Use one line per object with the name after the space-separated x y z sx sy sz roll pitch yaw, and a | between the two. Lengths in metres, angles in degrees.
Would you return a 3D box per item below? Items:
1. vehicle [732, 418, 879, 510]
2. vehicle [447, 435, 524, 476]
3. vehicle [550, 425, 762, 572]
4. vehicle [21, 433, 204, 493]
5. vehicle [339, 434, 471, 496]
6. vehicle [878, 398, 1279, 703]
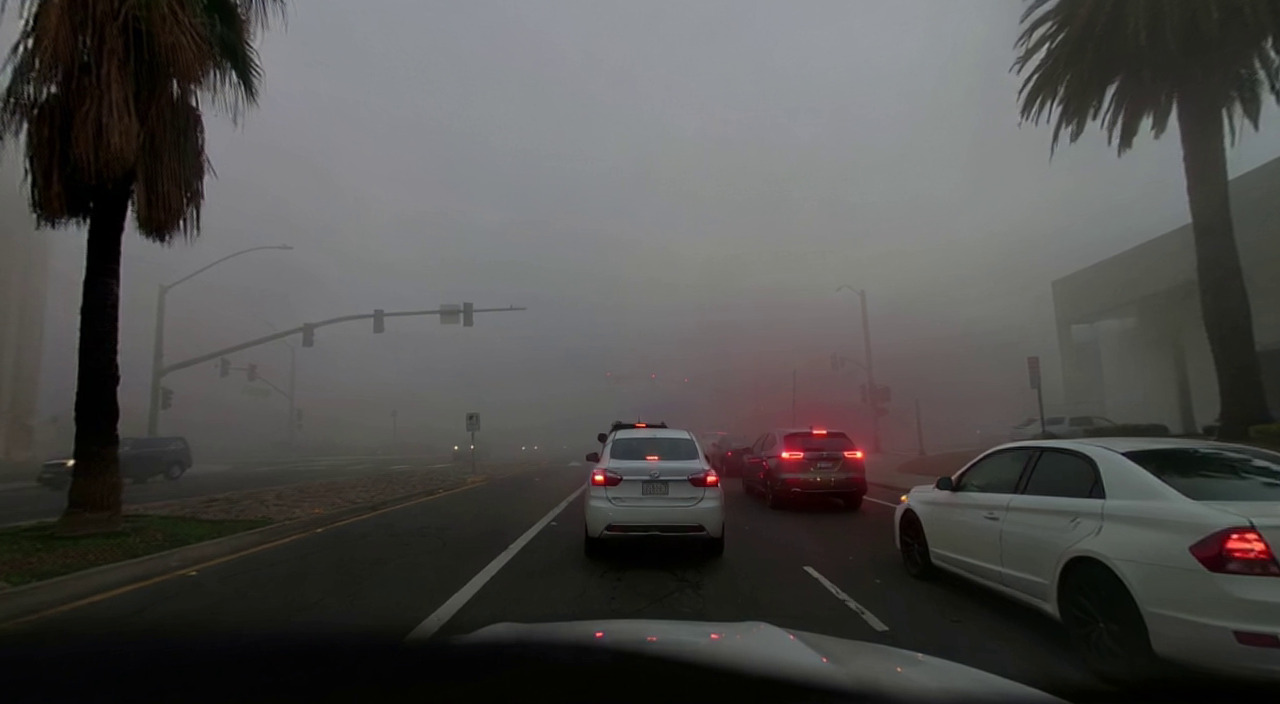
3.503 2.465 14.303 2.169 1.751 4.276 0 -8 0 | vehicle
-6.042 4.099 25.222 1.822 1.456 4.396 -1 -8 2 | vehicle
0.172 1.787 8.456 2.140 1.474 4.026 0 -8 0 | vehicle
-18.035 3.792 21.977 2.120 1.828 4.955 0 -8 -1 | vehicle
-6.259 3.042 17.363 1.900 1.487 4.165 0 -8 2 | vehicle
3.539 1.222 4.477 1.910 1.490 4.661 0 -8 1 | vehicle
